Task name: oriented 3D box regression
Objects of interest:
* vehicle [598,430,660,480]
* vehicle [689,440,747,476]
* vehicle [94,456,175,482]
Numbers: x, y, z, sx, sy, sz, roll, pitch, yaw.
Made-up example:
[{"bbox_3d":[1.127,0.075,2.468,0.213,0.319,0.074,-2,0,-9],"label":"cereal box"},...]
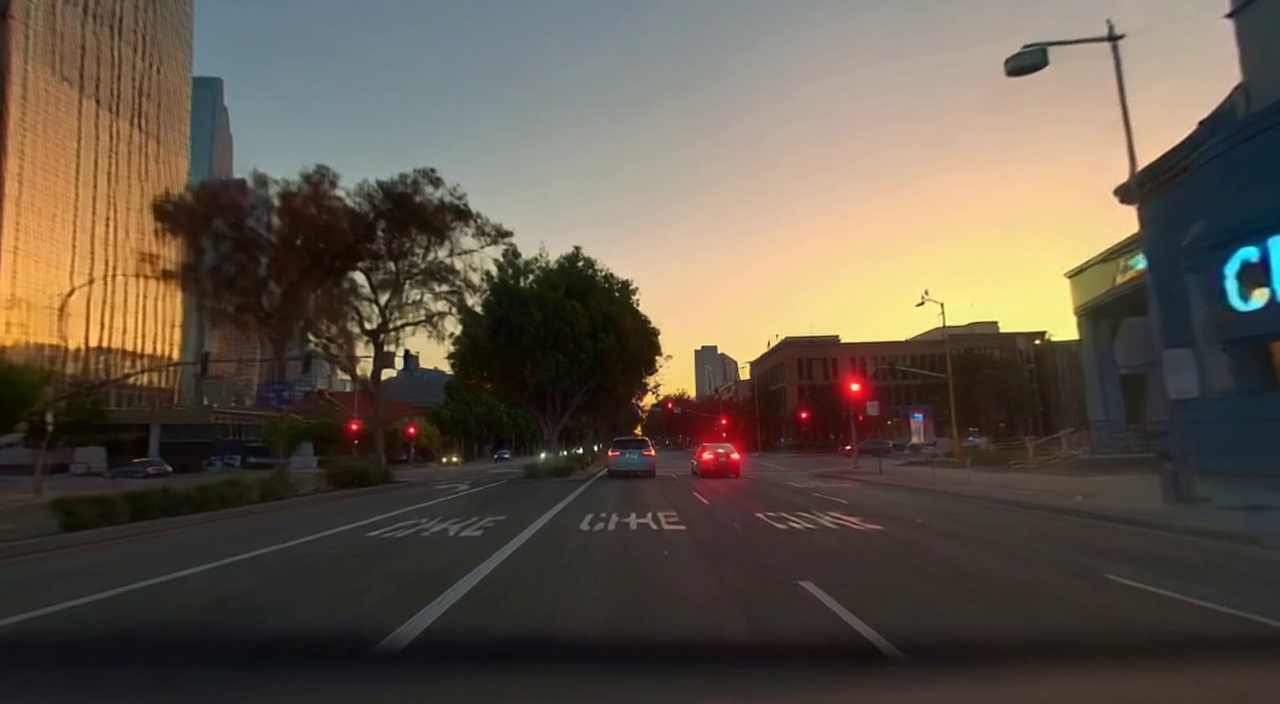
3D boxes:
[{"bbox_3d":[-0.416,4.204,25.979,2.313,1.860,4.319,0,-9,0],"label":"vehicle"},{"bbox_3d":[3.467,4.823,28.925,2.080,1.472,4.401,0,-9,-1],"label":"vehicle"},{"bbox_3d":[-39.599,9.138,49.557,4.610,1.691,2.034,-3,-8,-2],"label":"vehicle"}]
